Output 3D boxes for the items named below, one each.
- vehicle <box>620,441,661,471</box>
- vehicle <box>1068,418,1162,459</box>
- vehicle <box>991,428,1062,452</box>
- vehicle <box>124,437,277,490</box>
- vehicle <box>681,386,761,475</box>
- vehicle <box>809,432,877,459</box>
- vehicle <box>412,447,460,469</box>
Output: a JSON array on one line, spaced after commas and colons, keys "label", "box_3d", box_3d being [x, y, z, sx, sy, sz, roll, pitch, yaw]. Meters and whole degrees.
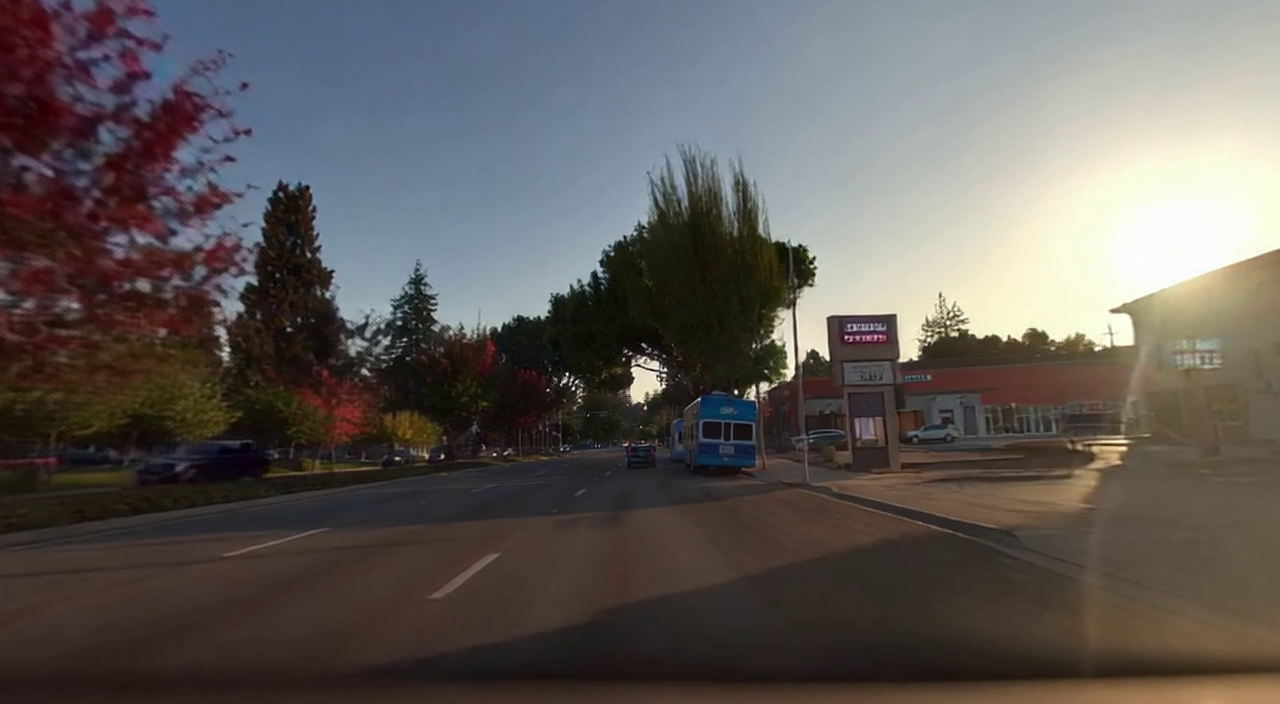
[{"label": "vehicle", "box_3d": [0.002, 5.713, 34.832, 2.103, 1.506, 4.742, 0, -9, -1]}, {"label": "vehicle", "box_3d": [23.467, 4.251, 31.196, 4.430, 1.659, 1.905, 1, -10, -30]}, {"label": "vehicle", "box_3d": [25.918, 5.900, 42.380, 4.196, 1.520, 1.953, 4, -10, -25]}, {"label": "vehicle", "box_3d": [-15.031, 3.825, 22.003, 1.983, 1.630, 4.568, 0, -9, 1]}, {"label": "vehicle", "box_3d": [3.875, 4.127, 32.310, 2.896, 3.921, 8.415, 0, -9, 0]}, {"label": "vehicle", "box_3d": [13.722, 6.334, 42.766, 4.037, 1.538, 1.912, -7, -10, 25]}, {"label": "vehicle", "box_3d": [-14.682, 7.664, 45.718, 1.836, 1.498, 4.518, 0, -9, 1]}]
